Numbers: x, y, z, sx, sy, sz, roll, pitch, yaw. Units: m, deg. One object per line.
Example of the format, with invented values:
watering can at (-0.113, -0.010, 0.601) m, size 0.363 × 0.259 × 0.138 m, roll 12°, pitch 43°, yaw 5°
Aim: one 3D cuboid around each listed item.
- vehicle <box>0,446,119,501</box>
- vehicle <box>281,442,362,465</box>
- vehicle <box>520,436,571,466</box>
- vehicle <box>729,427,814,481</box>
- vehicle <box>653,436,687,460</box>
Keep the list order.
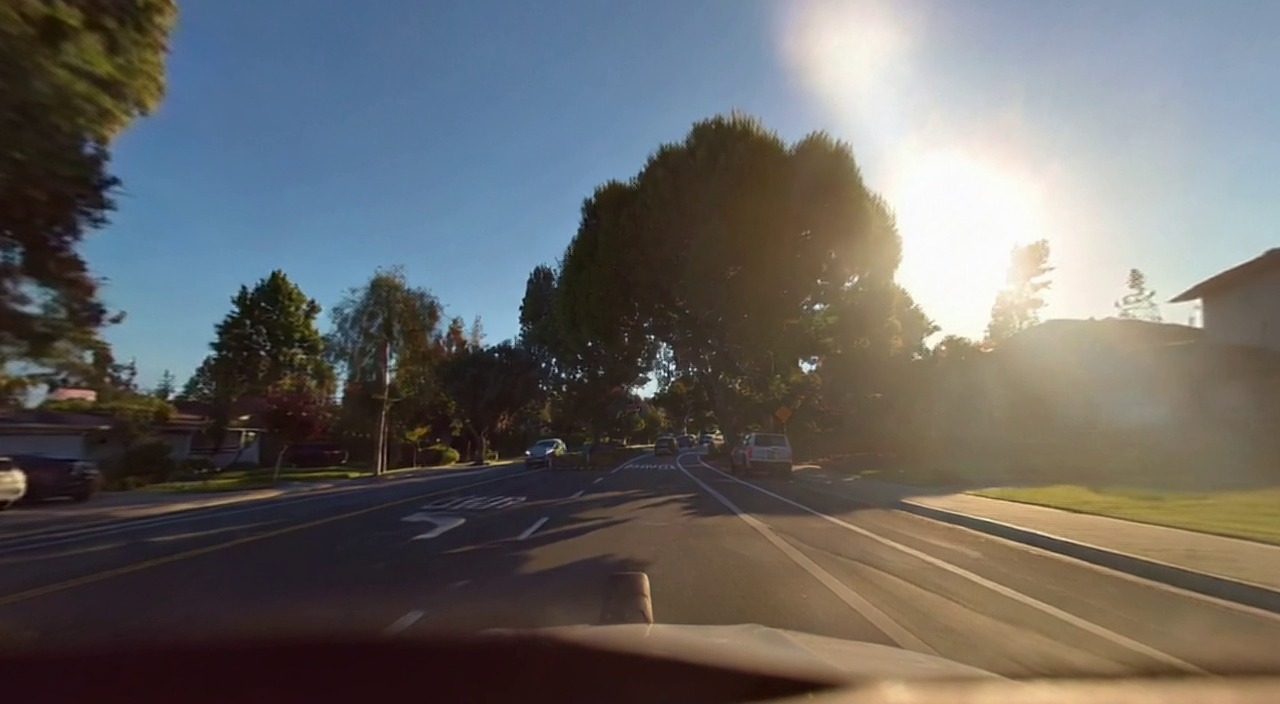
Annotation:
vehicle at (-20.255, 3.936, 20.709) m, size 4.411 × 1.682 × 2.126 m, roll 0°, pitch -9°, yaw 3°
vehicle at (-24.515, 7.805, 48.664) m, size 4.999 × 1.735 × 2.227 m, roll 1°, pitch -8°, yaw -8°
vehicle at (-6.267, 6.642, 42.416) m, size 2.200 × 1.852 × 4.897 m, roll -1°, pitch -8°, yaw 6°
vehicle at (5.007, 3.978, 24.839) m, size 2.233 × 1.887 × 5.347 m, roll 0°, pitch -8°, yaw 1°
vehicle at (2.308, 7.209, 47.380) m, size 2.115 × 1.679 × 4.235 m, roll -1°, pitch -9°, yaw 8°
